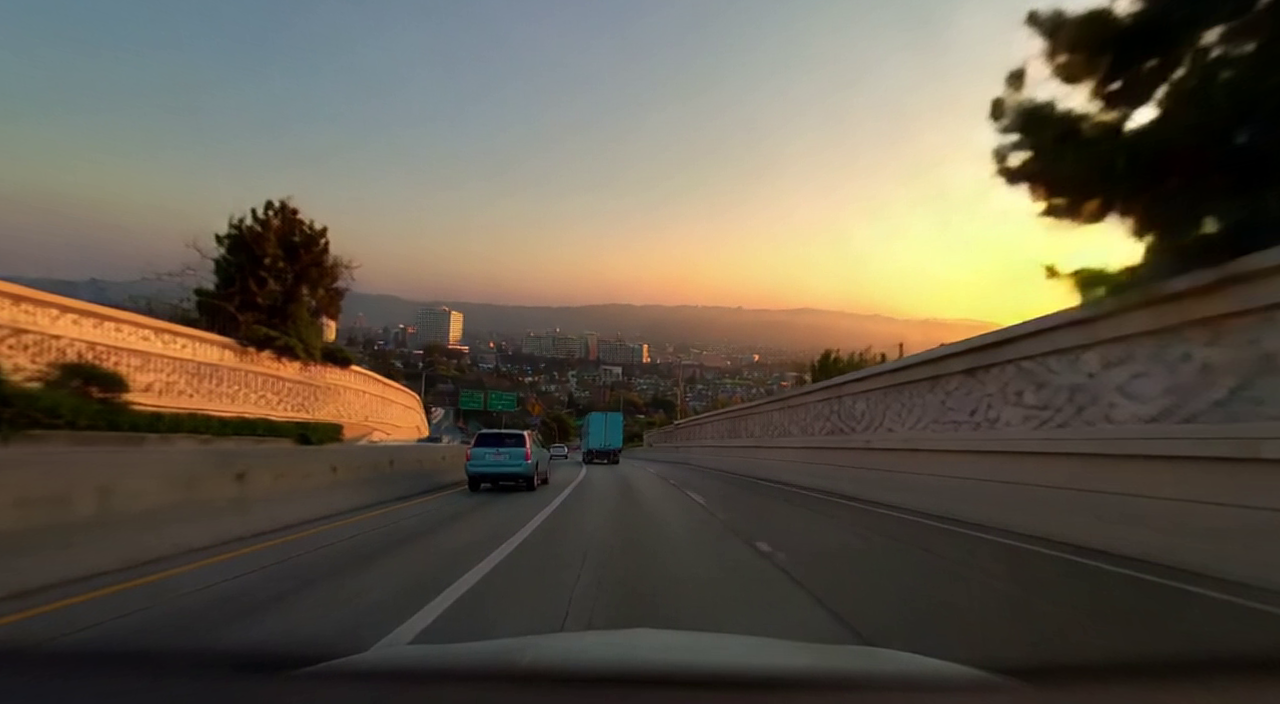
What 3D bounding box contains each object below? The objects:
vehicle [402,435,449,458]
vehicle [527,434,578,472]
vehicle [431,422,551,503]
[{"bbox_3d":[-15.363,6.796,45.284,1.988,1.499,4.591,1,-9,-3],"label":"vehicle"},{"bbox_3d":[-4.230,4.969,31.142,2.044,1.740,4.361,1,-9,-2],"label":"vehicle"},{"bbox_3d":[-3.541,2.736,15.904,2.041,1.734,4.391,1,-9,-1],"label":"vehicle"}]
